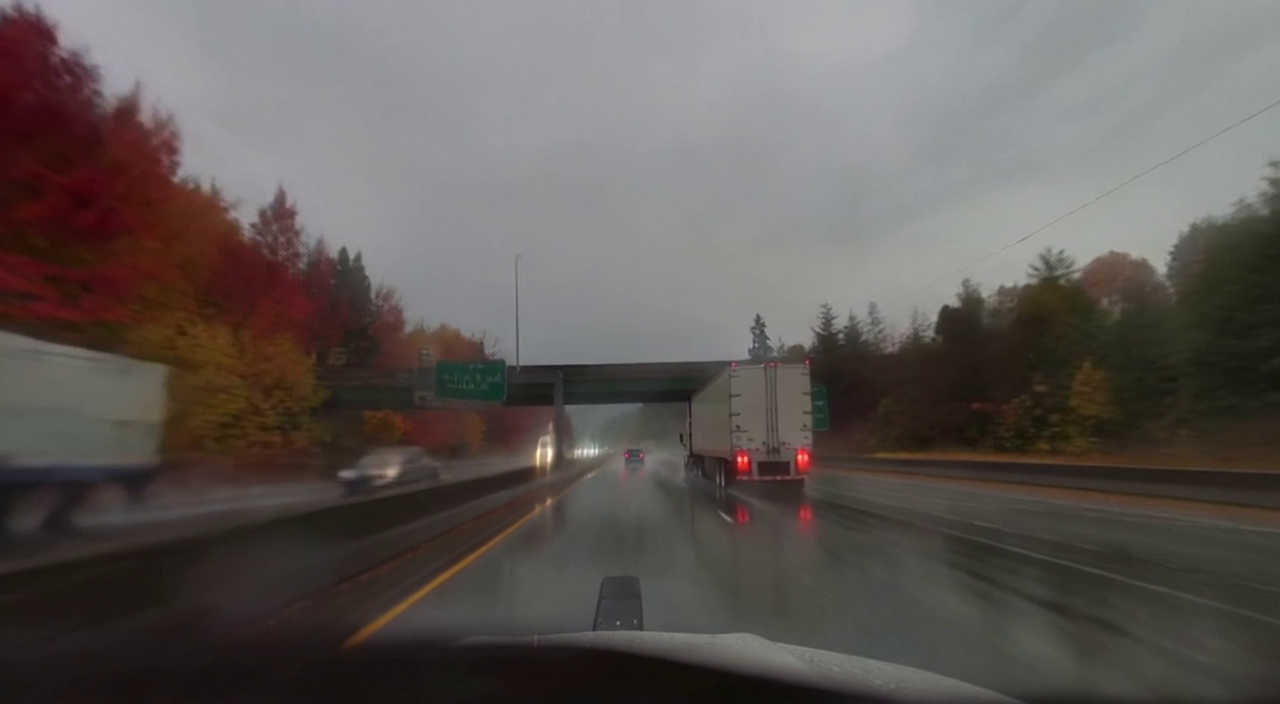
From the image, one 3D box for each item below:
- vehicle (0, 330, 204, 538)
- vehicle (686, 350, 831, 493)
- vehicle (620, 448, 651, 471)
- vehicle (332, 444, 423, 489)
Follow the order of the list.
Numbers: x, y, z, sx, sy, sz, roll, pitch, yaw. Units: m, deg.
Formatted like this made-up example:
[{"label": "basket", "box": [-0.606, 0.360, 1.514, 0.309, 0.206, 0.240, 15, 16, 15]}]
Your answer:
[{"label": "vehicle", "box": [-13.913, 1.447, 11.162, 2.929, 3.987, 13.304, 0, -9, -1]}, {"label": "vehicle", "box": [4.069, 3.184, 26.058, 2.956, 4.281, 14.327, 0, -9, -1]}, {"label": "vehicle", "box": [-0.328, 7.208, 42.211, 1.961, 1.454, 3.755, 0, -9, -1]}, {"label": "vehicle", "box": [-9.699, 4.251, 23.490, 1.800, 1.490, 3.879, 0, -9, -1]}]
